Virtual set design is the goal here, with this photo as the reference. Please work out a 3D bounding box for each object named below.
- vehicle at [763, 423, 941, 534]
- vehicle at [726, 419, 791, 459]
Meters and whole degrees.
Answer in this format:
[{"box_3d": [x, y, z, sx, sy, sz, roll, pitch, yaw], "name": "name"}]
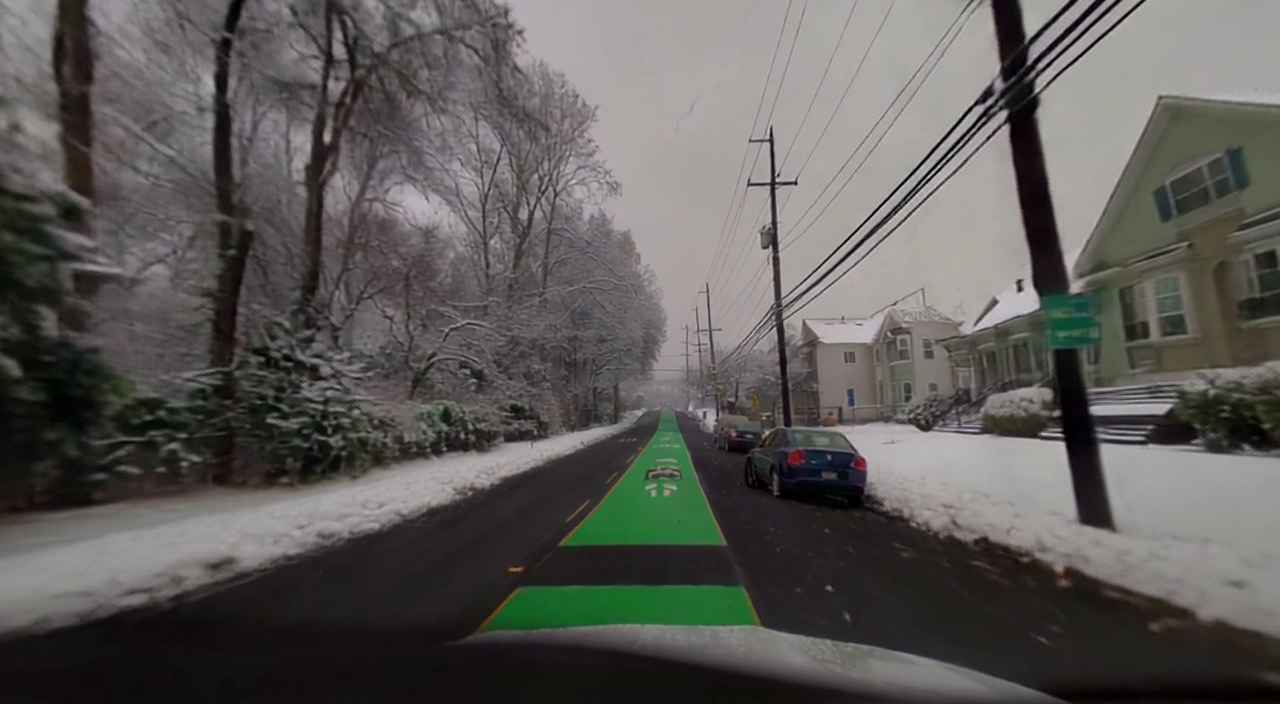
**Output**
[{"box_3d": [3.582, 2.199, 11.628, 2.235, 1.500, 4.496, 2, -8, 7], "name": "vehicle"}, {"box_3d": [4.826, 3.664, 26.383, 1.981, 1.512, 4.144, 0, -9, 1], "name": "vehicle"}]
